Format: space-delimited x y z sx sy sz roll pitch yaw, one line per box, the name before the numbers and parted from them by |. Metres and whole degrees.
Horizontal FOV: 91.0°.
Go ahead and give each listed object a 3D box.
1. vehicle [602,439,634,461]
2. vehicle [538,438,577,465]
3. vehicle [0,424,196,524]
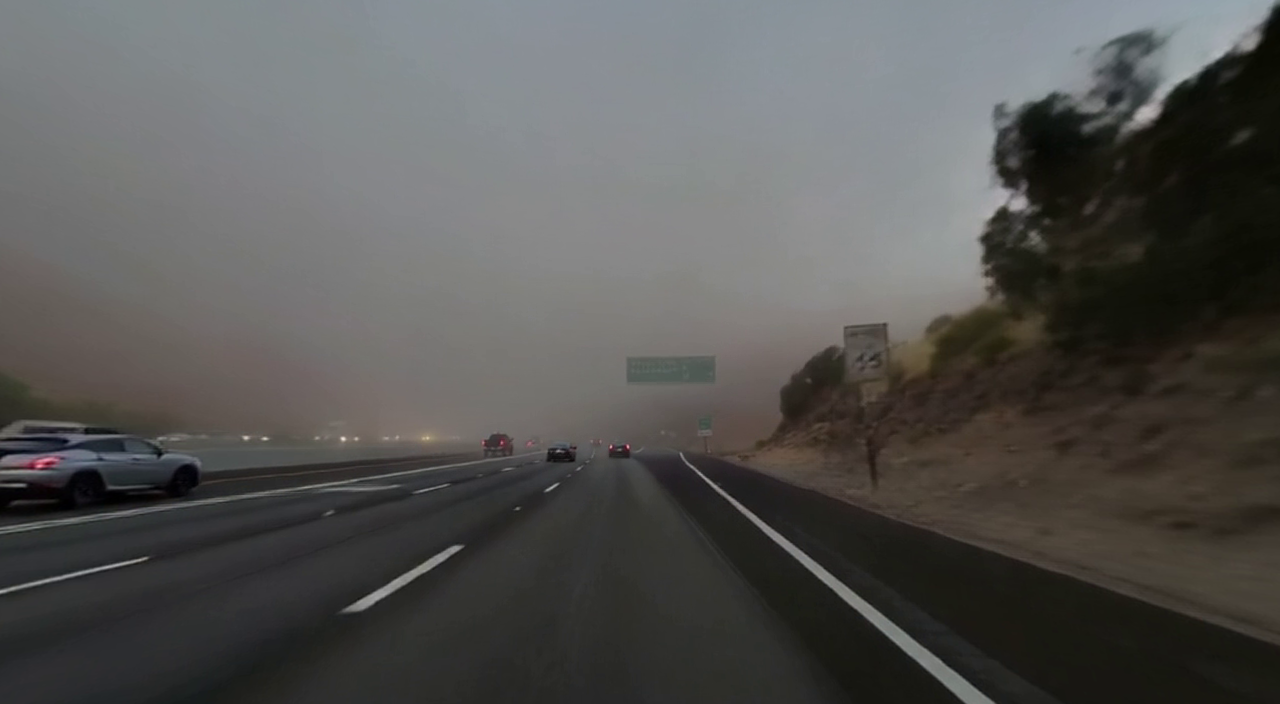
vehicle | -1.705 7.602 49.063 2.421 1.594 4.248 0 -9 -2
vehicle | -5.301 6.483 41.120 2.060 1.631 4.214 0 -9 -1
vehicle | -11.641 2.366 12.763 2.047 1.645 4.451 0 -9 0
